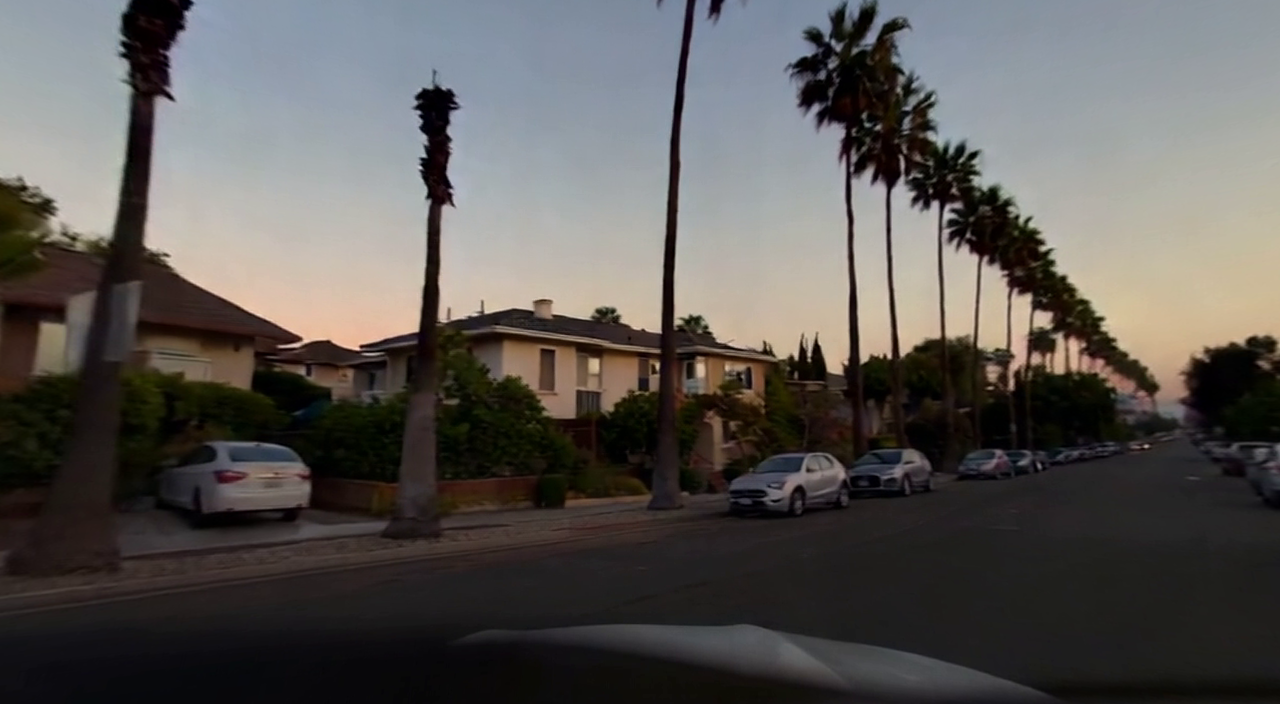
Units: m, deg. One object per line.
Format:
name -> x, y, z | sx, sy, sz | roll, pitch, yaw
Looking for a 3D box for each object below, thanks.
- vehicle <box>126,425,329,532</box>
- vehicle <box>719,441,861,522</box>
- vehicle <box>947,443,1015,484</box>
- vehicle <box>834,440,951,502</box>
vehicle -> -7.863, 2.275, 11.927 | 4.057, 1.630, 2.134 | -8, -11, 42
vehicle -> 3.755, 3.048, 15.449 | 1.816, 1.697, 3.777 | -7, -11, 39
vehicle -> 16.658, 5.393, 30.765 | 1.947, 1.803, 4.381 | -8, -12, 38
vehicle -> 8.669, 3.918, 21.391 | 2.020, 1.819, 5.168 | -8, -11, 40
